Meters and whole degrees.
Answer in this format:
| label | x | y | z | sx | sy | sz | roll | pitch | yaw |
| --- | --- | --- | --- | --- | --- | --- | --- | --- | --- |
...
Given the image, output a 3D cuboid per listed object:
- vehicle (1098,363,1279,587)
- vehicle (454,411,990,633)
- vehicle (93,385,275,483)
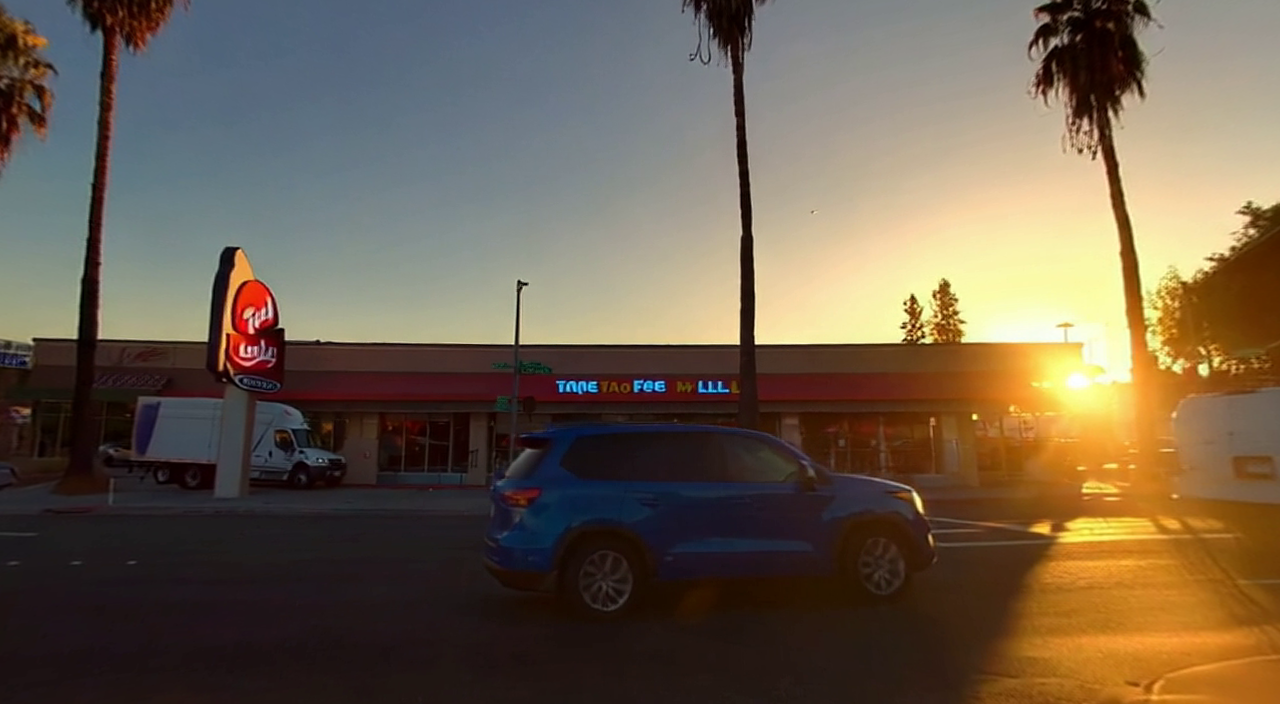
| label | x | y | z | sx | sy | sz | roll | pitch | yaw |
| --- | --- | --- | --- | --- | --- | --- | --- | --- | --- |
| vehicle | 9.374 | 1.403 | 7.514 | 6.246 | 2.202 | 2.277 | 1 | -9 | -6 |
| vehicle | 0.656 | 1.533 | 6.363 | 4.493 | 1.728 | 2.137 | 1 | -9 | -7 |
| vehicle | -20.718 | 3.909 | 29.531 | 3.034 | 3.929 | 7.699 | 1 | -9 | -5 |
